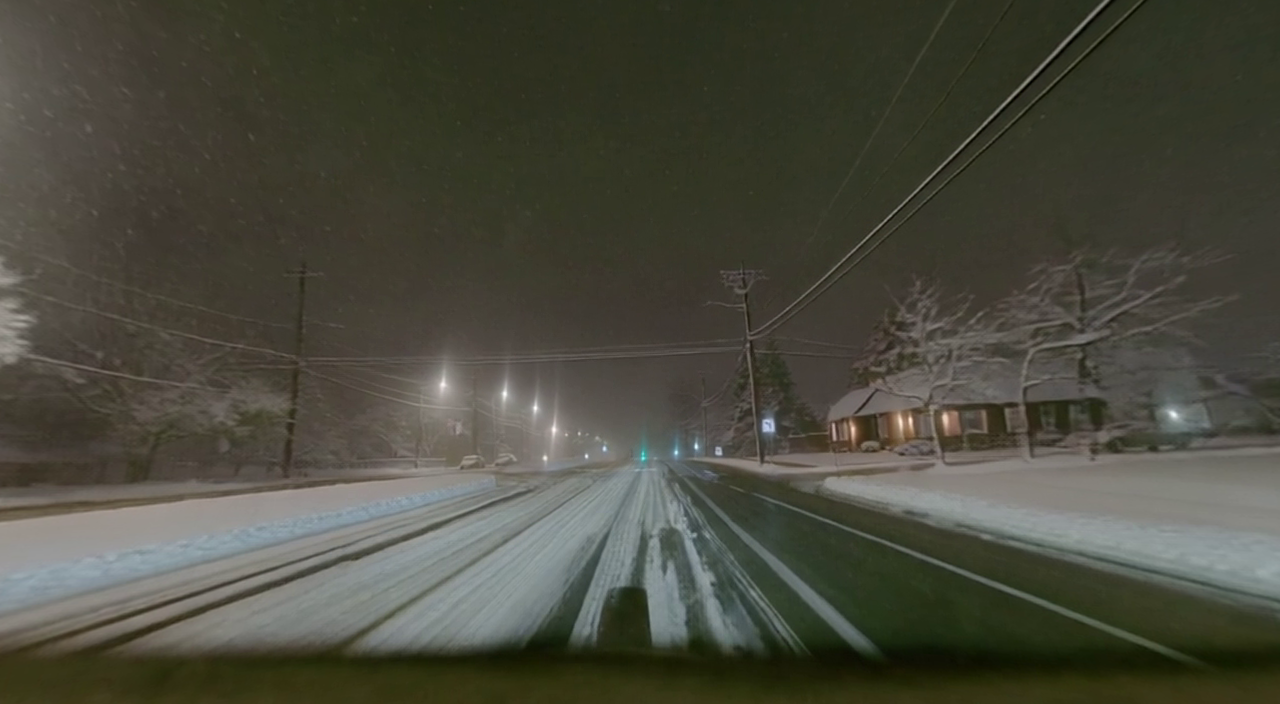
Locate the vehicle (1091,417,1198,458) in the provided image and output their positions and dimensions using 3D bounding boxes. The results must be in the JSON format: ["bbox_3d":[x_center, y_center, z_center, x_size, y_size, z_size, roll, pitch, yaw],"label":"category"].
[{"bbox_3d":[26.666,4.580,33.565,2.009,2.044,4.571,0,-9,3],"label":"vehicle"}]
